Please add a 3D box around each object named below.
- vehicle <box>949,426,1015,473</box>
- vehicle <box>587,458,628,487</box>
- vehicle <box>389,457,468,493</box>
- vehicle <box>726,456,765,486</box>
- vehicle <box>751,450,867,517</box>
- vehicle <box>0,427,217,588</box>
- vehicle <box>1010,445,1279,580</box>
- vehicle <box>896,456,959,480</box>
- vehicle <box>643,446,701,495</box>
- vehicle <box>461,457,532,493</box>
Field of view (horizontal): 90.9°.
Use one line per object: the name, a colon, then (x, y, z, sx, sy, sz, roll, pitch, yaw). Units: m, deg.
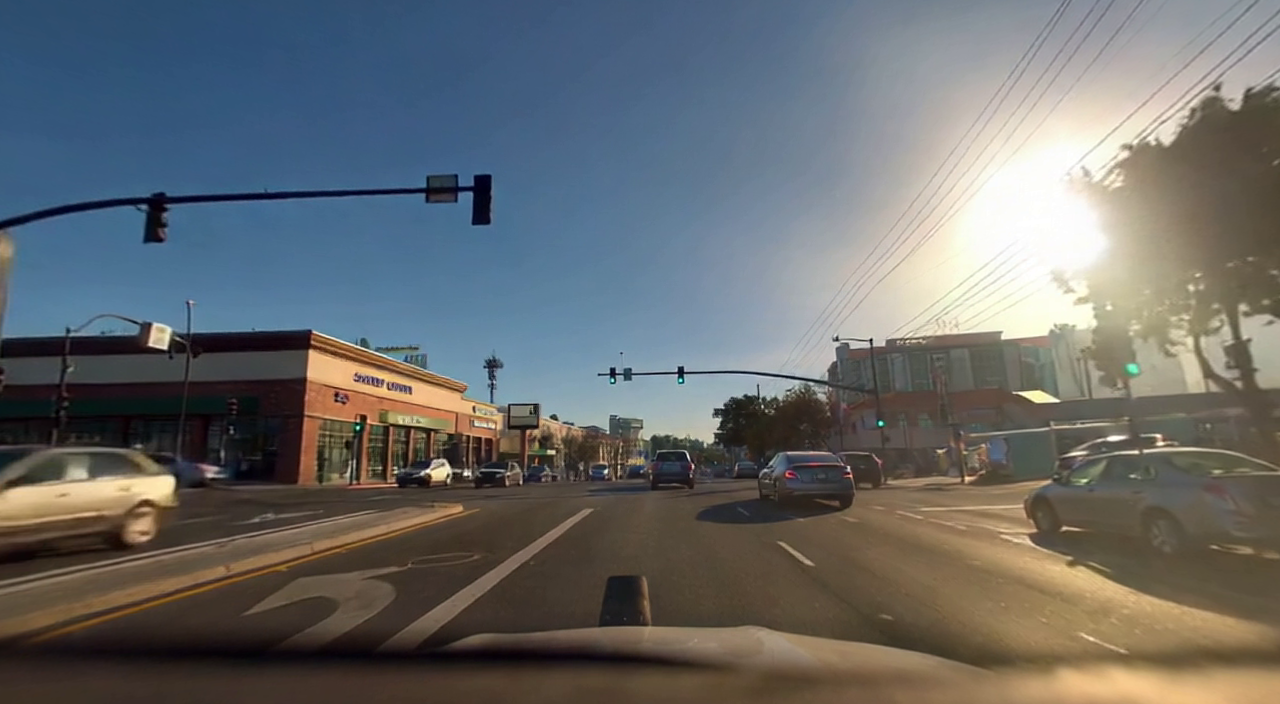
vehicle: (20.129, 5.720, 37.015, 2.521, 2.491, 5.455, -7, -11, 35)
vehicle: (-2.115, 8.037, 42.359, 2.041, 1.494, 4.647, -3, -6, 5)
vehicle: (-10.367, 6.044, 31.310, 1.938, 1.506, 4.771, -1, -8, 5)
vehicle: (6.751, 7.619, 40.780, 2.036, 1.719, 4.318, -1, -8, 4)
vehicle: (4.304, 3.384, 16.896, 1.963, 1.484, 4.609, 0, -8, 2)
vehicle: (-7.861, 1.832, 7.815, 1.995, 1.718, 4.442, 0, -8, 2)
vehicle: (7.746, 2.109, 9.282, 1.911, 1.466, 4.572, 0, -8, 2)
vehicle: (18.981, 7.605, 41.528, 4.373, 1.399, 2.052, 7, -11, -41)
vehicle: (1.394, 4.897, 26.622, 2.210, 1.861, 4.280, -1, -8, 4)
vehicle: (-6.774, 5.842, 30.366, 1.993, 1.491, 4.673, -1, -8, 5)
